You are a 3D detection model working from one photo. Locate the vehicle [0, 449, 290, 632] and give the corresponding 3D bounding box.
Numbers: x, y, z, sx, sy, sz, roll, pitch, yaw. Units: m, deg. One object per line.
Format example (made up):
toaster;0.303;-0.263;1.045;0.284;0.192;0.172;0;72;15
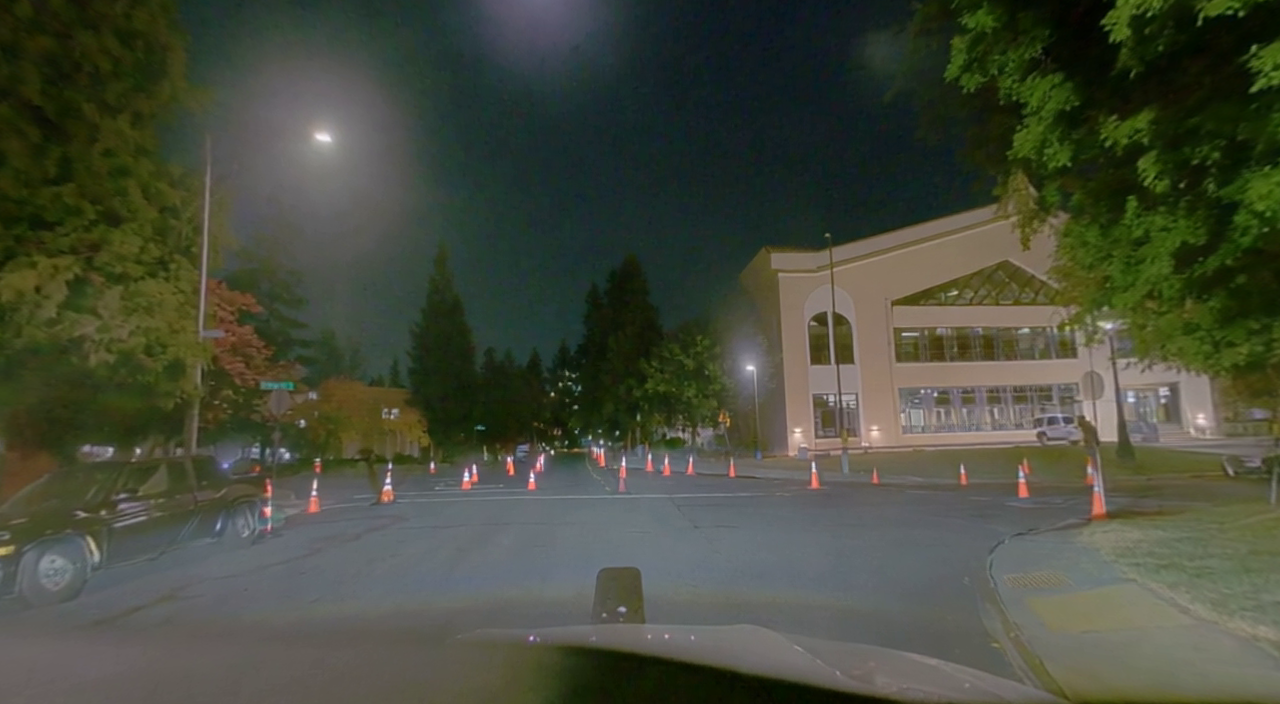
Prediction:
vehicle;-7.621;2.029;7.595;2.961;1.701;7.563;1;-9;-4
